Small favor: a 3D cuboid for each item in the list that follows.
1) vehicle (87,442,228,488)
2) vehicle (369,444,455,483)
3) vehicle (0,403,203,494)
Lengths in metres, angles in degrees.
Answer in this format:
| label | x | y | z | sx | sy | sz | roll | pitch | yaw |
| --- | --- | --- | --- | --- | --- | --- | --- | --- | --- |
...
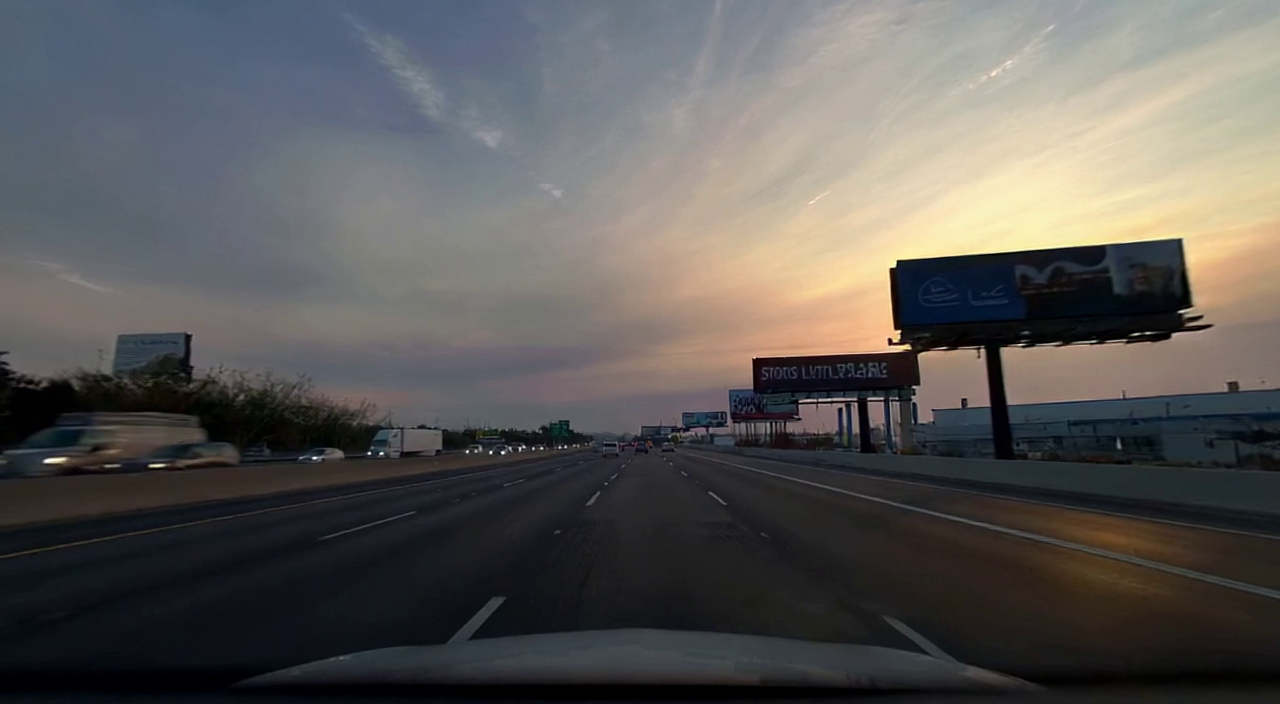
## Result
| label | x | y | z | sx | sy | sz | roll | pitch | yaw |
| --- | --- | --- | --- | --- | --- | --- | --- | --- | --- |
| vehicle | -18.823 | 4.409 | 24.821 | 1.950 | 1.632 | 4.501 | 0 | -9 | 1 |
| vehicle | -9.730 | 4.769 | 27.228 | 1.974 | 1.513 | 4.584 | 0 | -9 | 0 |
| vehicle | -22.091 | 3.948 | 25.821 | 2.796 | 3.163 | 7.255 | 0 | -9 | 1 |
